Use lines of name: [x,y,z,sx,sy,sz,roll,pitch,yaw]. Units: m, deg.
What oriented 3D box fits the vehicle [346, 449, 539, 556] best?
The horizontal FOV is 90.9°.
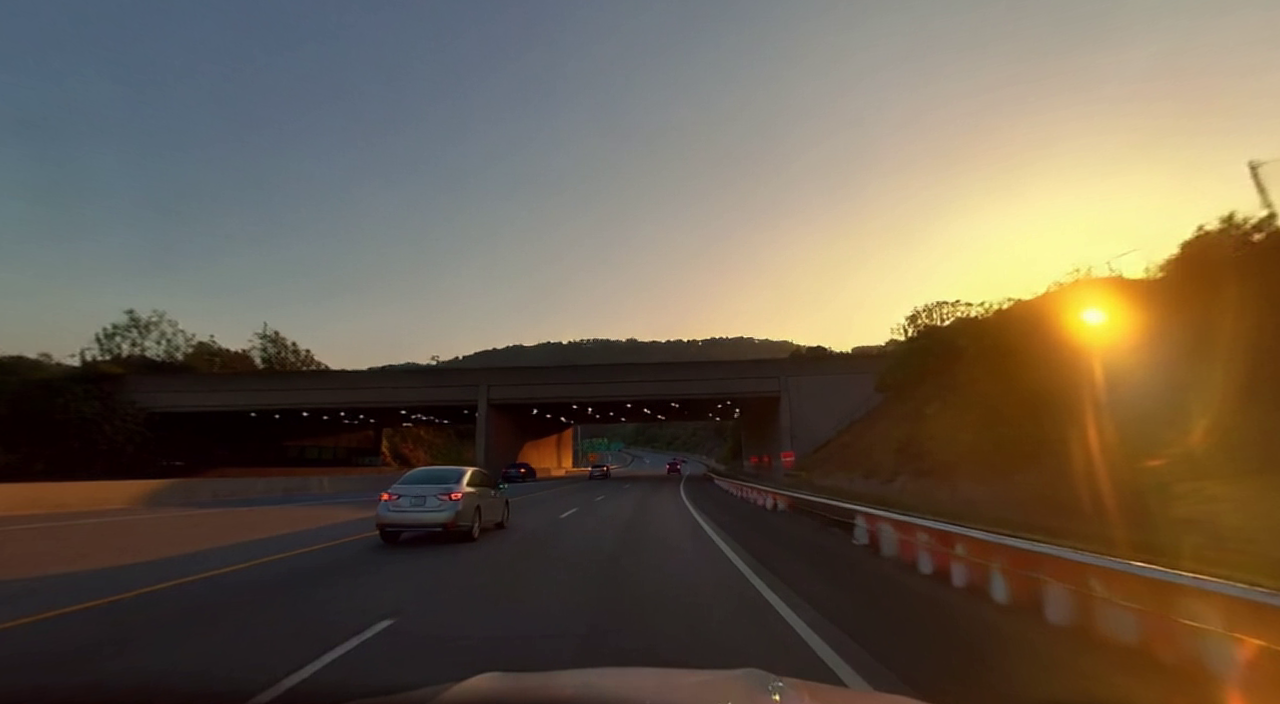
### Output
vehicle: [-3.126,2.495,10.902,1.992,1.466,3.690,0,-10,2]
